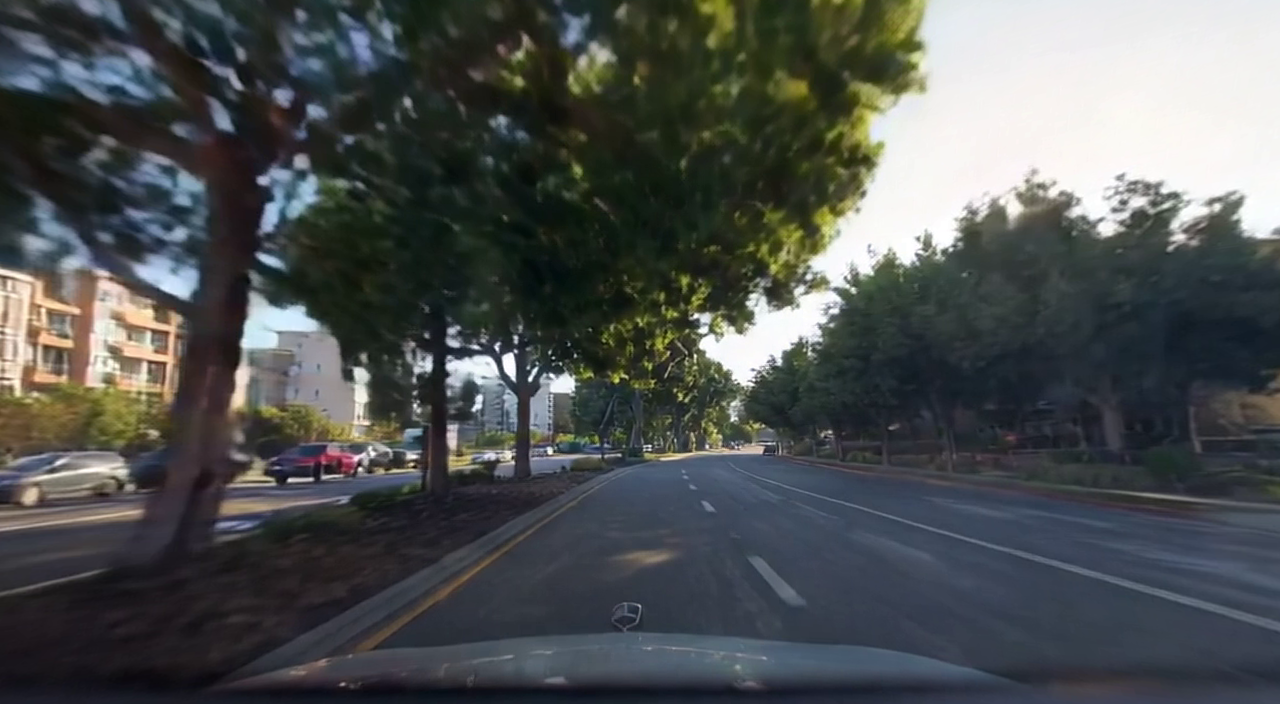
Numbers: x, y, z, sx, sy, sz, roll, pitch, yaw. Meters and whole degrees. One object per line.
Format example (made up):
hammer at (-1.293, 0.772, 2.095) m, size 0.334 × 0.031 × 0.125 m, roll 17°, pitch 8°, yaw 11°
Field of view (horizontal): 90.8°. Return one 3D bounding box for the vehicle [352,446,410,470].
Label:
vehicle at (-17.550, 7.224, 43.023) m, size 1.808 × 1.531 × 4.366 m, roll -1°, pitch -10°, yaw 4°

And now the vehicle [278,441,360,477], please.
vehicle at (-18.147, 6.055, 36.004) m, size 2.001 × 1.836 × 4.746 m, roll -1°, pitch -9°, yaw 2°

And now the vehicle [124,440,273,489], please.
vehicle at (-18.393, 4.710, 26.776) m, size 2.295 × 1.809 × 5.236 m, roll -2°, pitch -9°, yaw 4°

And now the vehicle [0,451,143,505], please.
vehicle at (-18.778, 3.995, 20.319) m, size 1.880 × 1.457 × 4.487 m, roll -3°, pitch -8°, yaw 1°
